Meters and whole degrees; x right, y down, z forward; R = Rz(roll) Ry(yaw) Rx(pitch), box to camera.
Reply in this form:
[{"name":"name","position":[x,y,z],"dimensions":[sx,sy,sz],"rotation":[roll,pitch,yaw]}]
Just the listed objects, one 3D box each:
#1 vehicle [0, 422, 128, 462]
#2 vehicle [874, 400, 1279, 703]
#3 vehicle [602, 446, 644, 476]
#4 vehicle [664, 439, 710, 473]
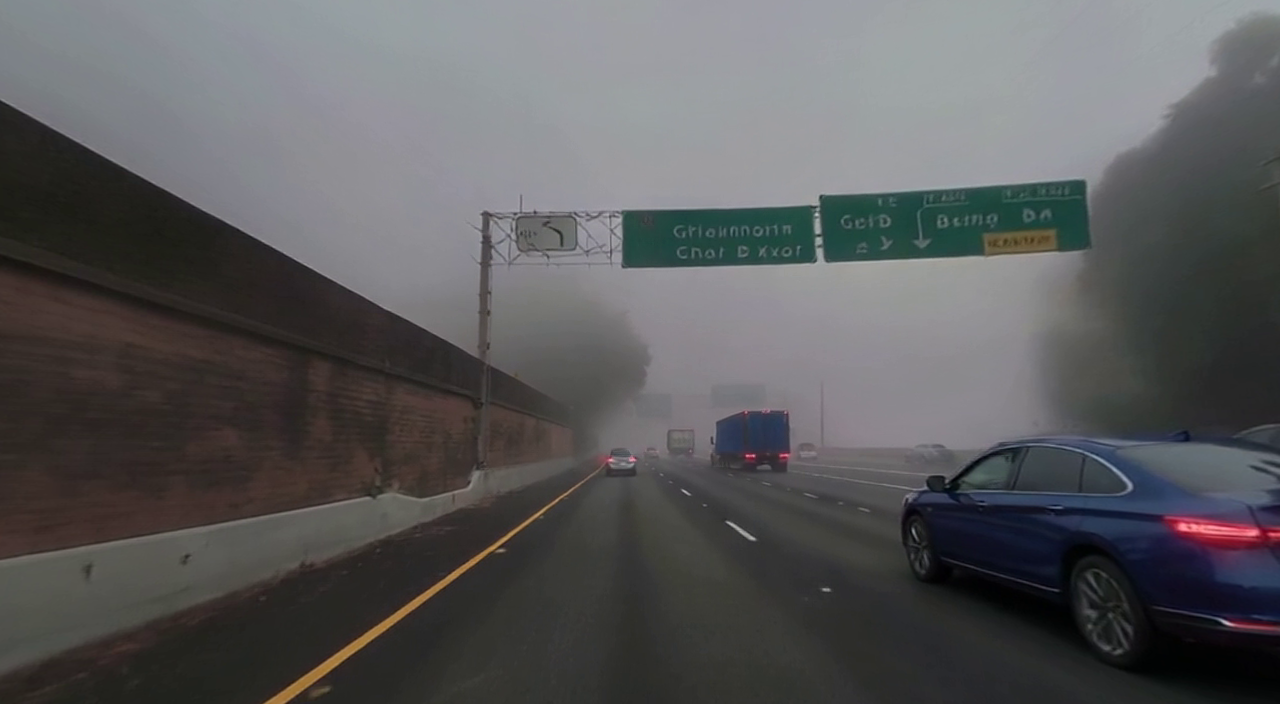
[{"name":"vehicle","position":[-34.841,5.417,37.787],"dimensions":[2.471,2.188,7.394],"rotation":[0,-9,-3]},{"name":"vehicle","position":[3.289,1.160,3.958],"dimensions":[1.922,1.465,4.165],"rotation":[0,-9,-2]},{"name":"vehicle","position":[-0.906,5.746,33.502],"dimensions":[2.083,1.477,3.965],"rotation":[0,-9,-2]},{"name":"vehicle","position":[2.643,6.040,36.832],"dimensions":[2.114,1.849,4.692],"rotation":[0,-9,-3]}]
